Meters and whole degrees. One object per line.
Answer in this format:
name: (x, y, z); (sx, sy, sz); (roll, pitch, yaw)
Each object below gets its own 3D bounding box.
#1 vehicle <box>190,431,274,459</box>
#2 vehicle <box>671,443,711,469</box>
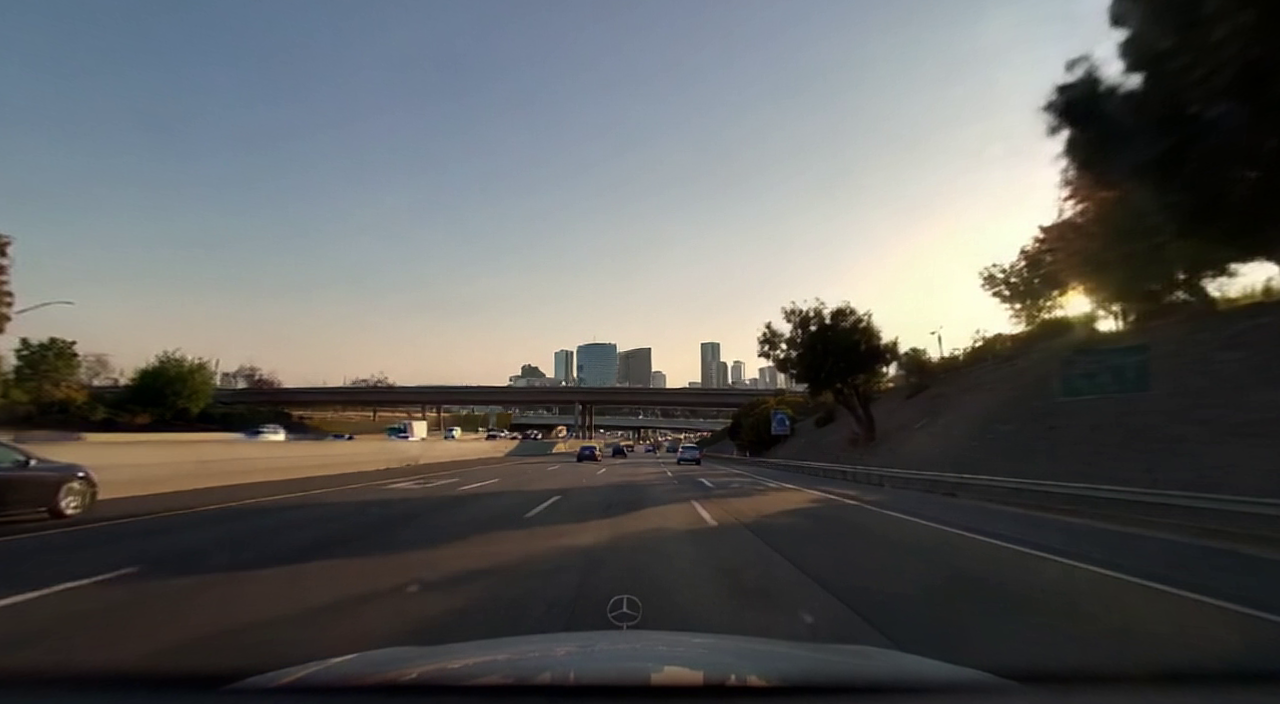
vehicle: (-25.938, 5.931, 40.332); (2.070, 1.648, 4.869); (0, -8, 2)
vehicle: (3.095, 6.457, 39.354); (2.059, 1.509, 4.670); (0, -8, 0)
